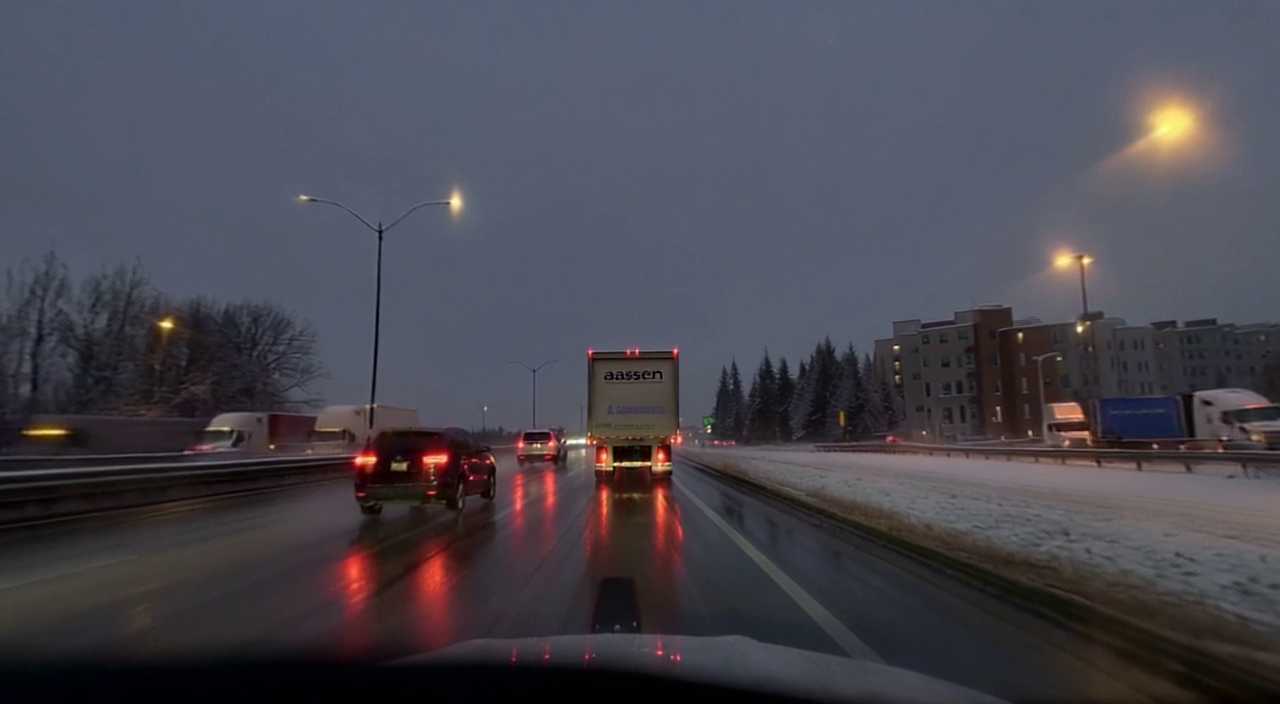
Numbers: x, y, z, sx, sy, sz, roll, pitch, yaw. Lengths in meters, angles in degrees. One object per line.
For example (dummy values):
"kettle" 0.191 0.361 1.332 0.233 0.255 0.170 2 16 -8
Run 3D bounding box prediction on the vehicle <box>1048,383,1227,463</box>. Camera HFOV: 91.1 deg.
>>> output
"vehicle" 18.888 2.801 24.367 2.432 2.753 5.388 0 -8 1

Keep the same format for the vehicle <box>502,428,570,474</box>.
"vehicle" -3.875 3.746 24.083 1.946 1.599 4.073 0 -8 0

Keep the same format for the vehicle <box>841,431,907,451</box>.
"vehicle" 18.204 6.935 49.073 2.017 1.489 4.324 6 -10 -38

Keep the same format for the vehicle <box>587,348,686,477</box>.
"vehicle" -0.213 2.680 25.968 3.171 4.204 11.036 0 -8 -1

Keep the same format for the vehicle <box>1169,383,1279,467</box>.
"vehicle" 19.494 2.387 20.512 1.658 2.523 2.851 0 -8 -4

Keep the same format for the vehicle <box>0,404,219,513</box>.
"vehicle" -15.509 2.883 17.761 2.344 2.444 7.023 0 -8 0

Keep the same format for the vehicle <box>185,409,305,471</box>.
"vehicle" -22.542 5.090 36.401 2.378 3.231 6.822 0 -8 1

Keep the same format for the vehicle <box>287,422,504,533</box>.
"vehicle" -3.823 2.014 10.819 1.964 1.507 4.361 0 -8 0
